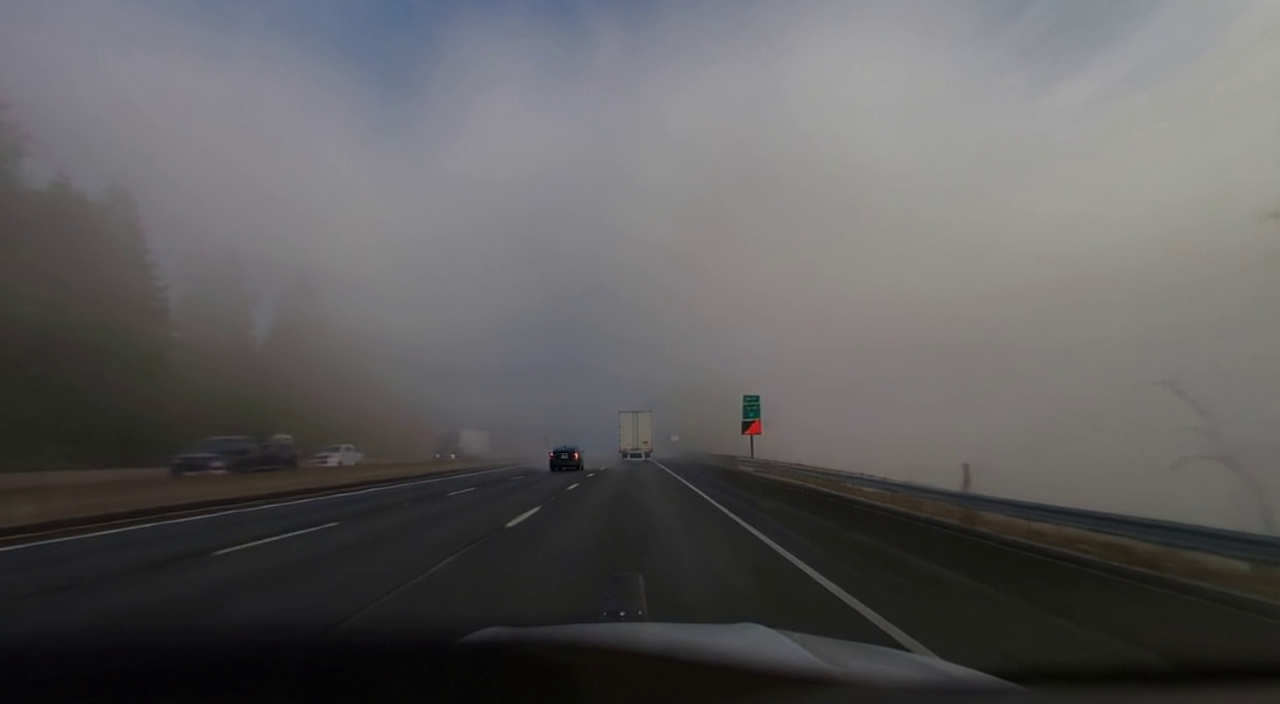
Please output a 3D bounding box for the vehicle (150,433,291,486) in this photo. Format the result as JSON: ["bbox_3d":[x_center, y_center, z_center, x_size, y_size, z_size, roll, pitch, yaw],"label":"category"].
[{"bbox_3d":[-20.954,5.416,32.103,2.519,2.340,6.853,0,-9,-1],"label":"vehicle"}]

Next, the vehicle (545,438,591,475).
[{"bbox_3d":[-3.883,5.757,34.904,2.139,1.925,4.312,0,-9,-2],"label":"vehicle"}]

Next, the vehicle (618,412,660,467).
[{"bbox_3d":[-0.299,7.002,49.792,2.884,3.760,12.850,0,-9,-2],"label":"vehicle"}]

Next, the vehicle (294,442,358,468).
[{"bbox_3d":[-21.055,6.935,42.542,1.908,1.653,4.750,0,-9,-1],"label":"vehicle"}]
